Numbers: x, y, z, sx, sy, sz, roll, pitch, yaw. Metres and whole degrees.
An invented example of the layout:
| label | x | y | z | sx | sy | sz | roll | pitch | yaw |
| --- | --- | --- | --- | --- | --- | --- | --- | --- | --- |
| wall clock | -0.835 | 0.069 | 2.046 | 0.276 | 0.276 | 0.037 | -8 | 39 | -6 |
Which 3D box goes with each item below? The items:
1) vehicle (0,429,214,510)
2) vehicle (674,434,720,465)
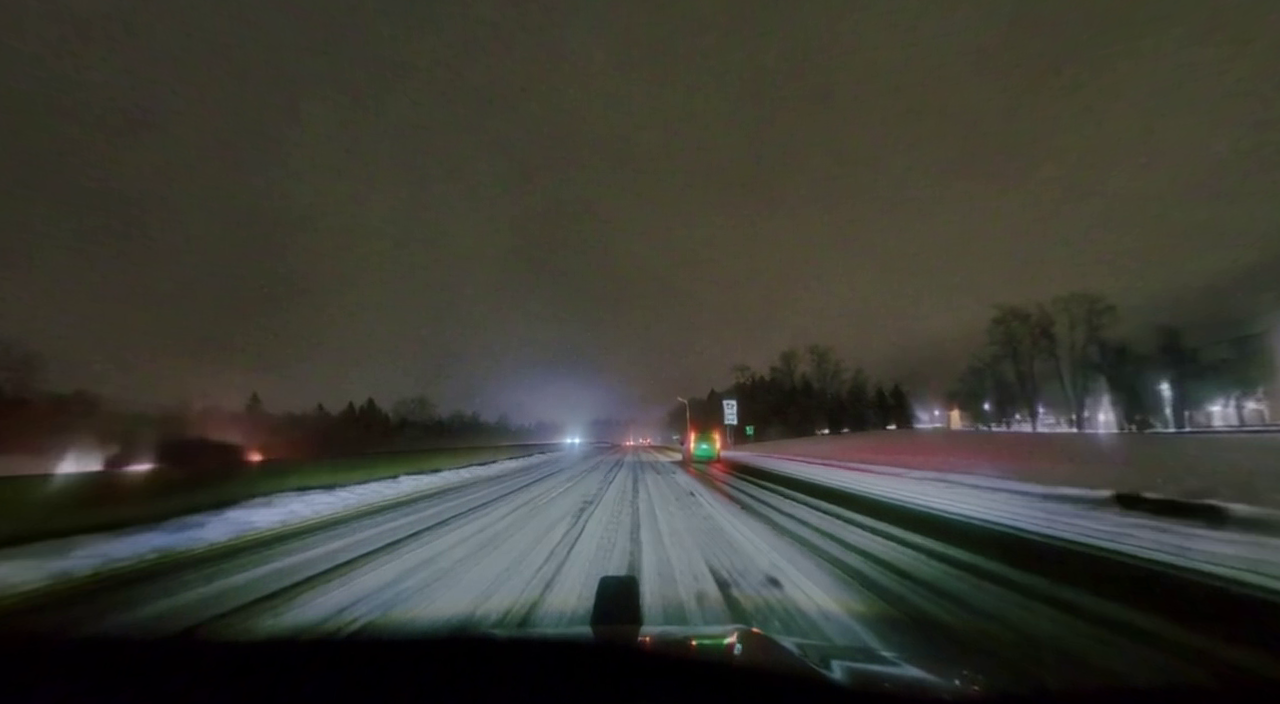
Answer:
| label | x | y | z | sx | sy | sz | roll | pitch | yaw |
| --- | --- | --- | --- | --- | --- | --- | --- | --- | --- |
| vehicle | -12.292 | 2.578 | 14.421 | 1.949 | 1.556 | 4.350 | 0 | -8 | 0 |
| vehicle | 2.815 | 4.918 | 31.940 | 1.946 | 1.481 | 3.969 | 0 | -8 | -1 |
